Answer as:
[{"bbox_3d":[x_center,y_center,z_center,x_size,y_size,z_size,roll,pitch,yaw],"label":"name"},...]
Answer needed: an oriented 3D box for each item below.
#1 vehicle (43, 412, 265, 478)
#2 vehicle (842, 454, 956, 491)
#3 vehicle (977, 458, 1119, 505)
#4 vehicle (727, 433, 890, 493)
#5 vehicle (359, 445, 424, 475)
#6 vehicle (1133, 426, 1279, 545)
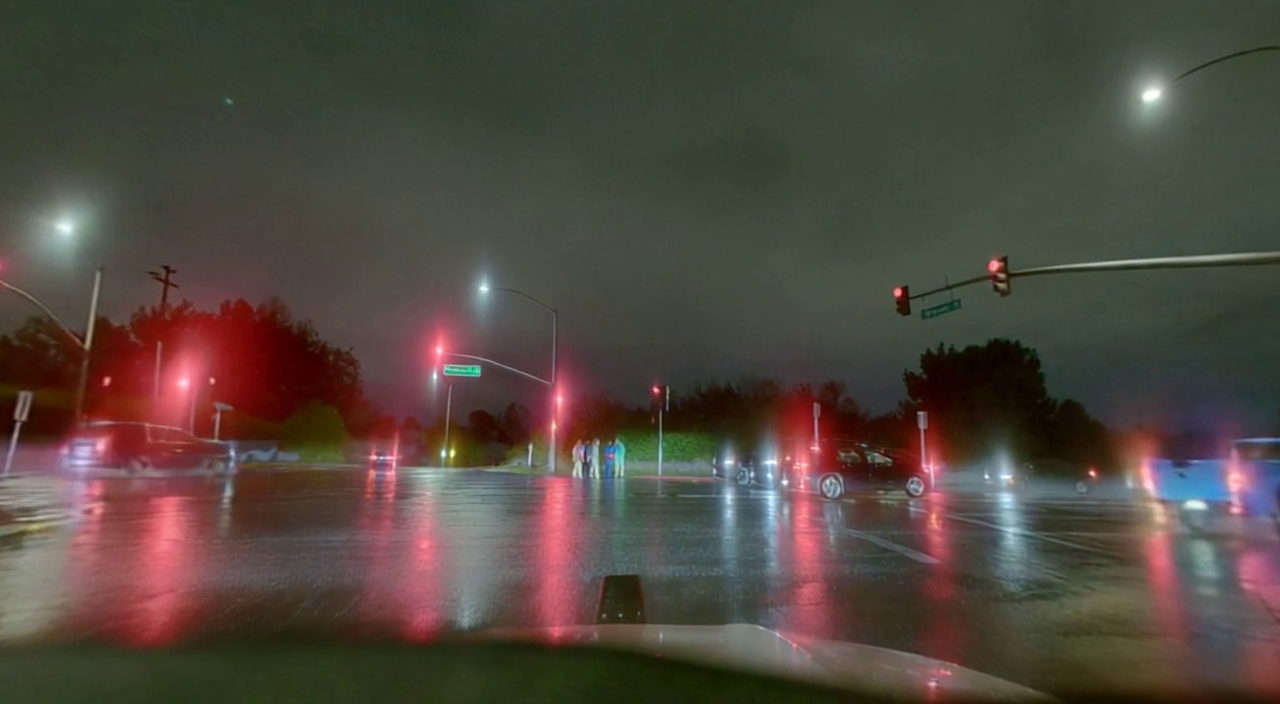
[{"bbox_3d":[-16.875,3.310,22.299,2.243,2.011,5.631,-5,-10,29],"label":"vehicle"},{"bbox_3d":[12.086,5.639,29.552,4.537,1.608,1.827,1,-9,-6],"label":"vehicle"},{"bbox_3d":[16.175,5.111,25.099,4.356,1.498,1.957,-2,-8,-5],"label":"vehicle"},{"bbox_3d":[6.274,4.187,23.770,5.535,1.896,2.170,4,-9,-7],"label":"vehicle"},{"bbox_3d":[-13.619,5.948,34.829,1.964,1.525,4.750,1,-9,-4],"label":"vehicle"},{"bbox_3d":[15.535,3.038,14.862,5.978,2.400,2.851,3,-9,-14],"label":"vehicle"}]
